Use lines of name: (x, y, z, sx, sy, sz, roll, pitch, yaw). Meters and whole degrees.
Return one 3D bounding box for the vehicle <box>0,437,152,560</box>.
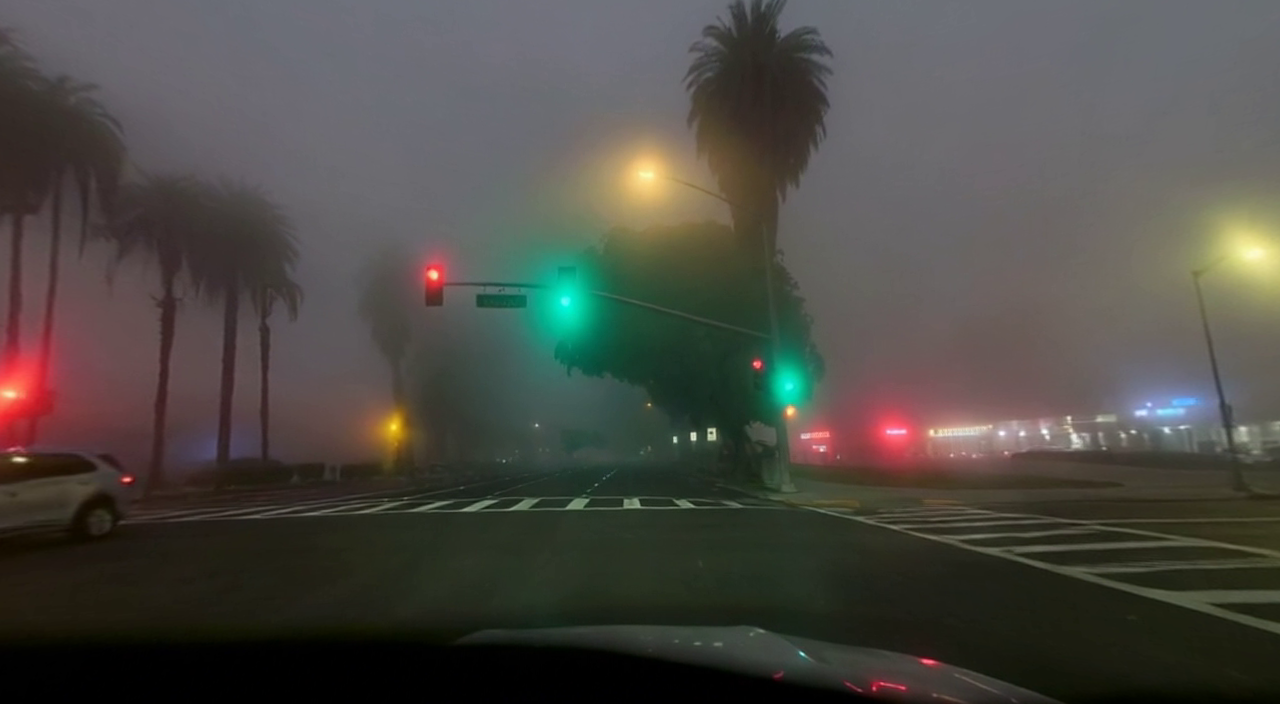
vehicle: (-10.734, 2.254, 9.819, 2.270, 1.833, 4.860, 0, -9, 0)
